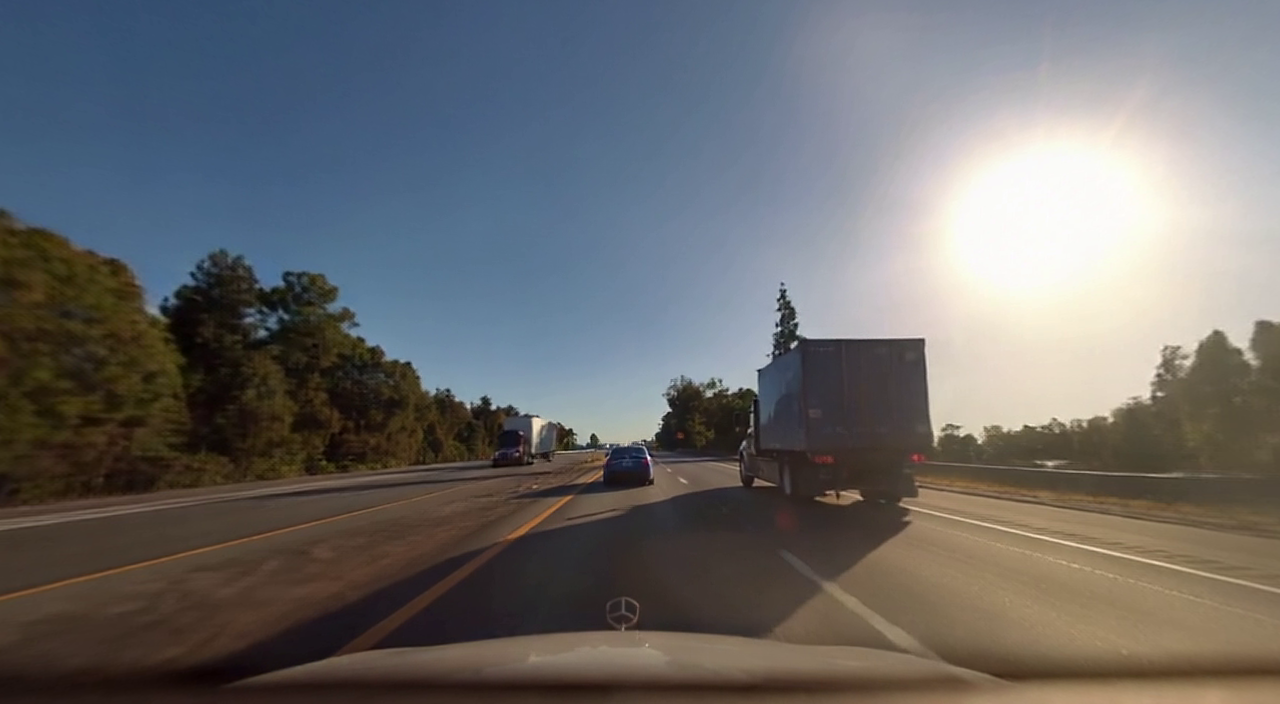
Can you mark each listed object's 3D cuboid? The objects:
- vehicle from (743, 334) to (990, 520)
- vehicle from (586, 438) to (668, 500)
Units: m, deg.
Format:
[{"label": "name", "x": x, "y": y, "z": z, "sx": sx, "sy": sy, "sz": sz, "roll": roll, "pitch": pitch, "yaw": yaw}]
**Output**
[{"label": "vehicle", "x": 4.508, "y": 1.816, "z": 14.498, "sx": 2.791, "sy": 3.201, "sz": 7.145, "roll": 0, "pitch": -9, "yaw": -1}, {"label": "vehicle", "x": -0.343, "y": 3.220, "z": 17.585, "sx": 2.066, "sy": 1.490, "sz": 3.759, "roll": -1, "pitch": -9, "yaw": 0}]
